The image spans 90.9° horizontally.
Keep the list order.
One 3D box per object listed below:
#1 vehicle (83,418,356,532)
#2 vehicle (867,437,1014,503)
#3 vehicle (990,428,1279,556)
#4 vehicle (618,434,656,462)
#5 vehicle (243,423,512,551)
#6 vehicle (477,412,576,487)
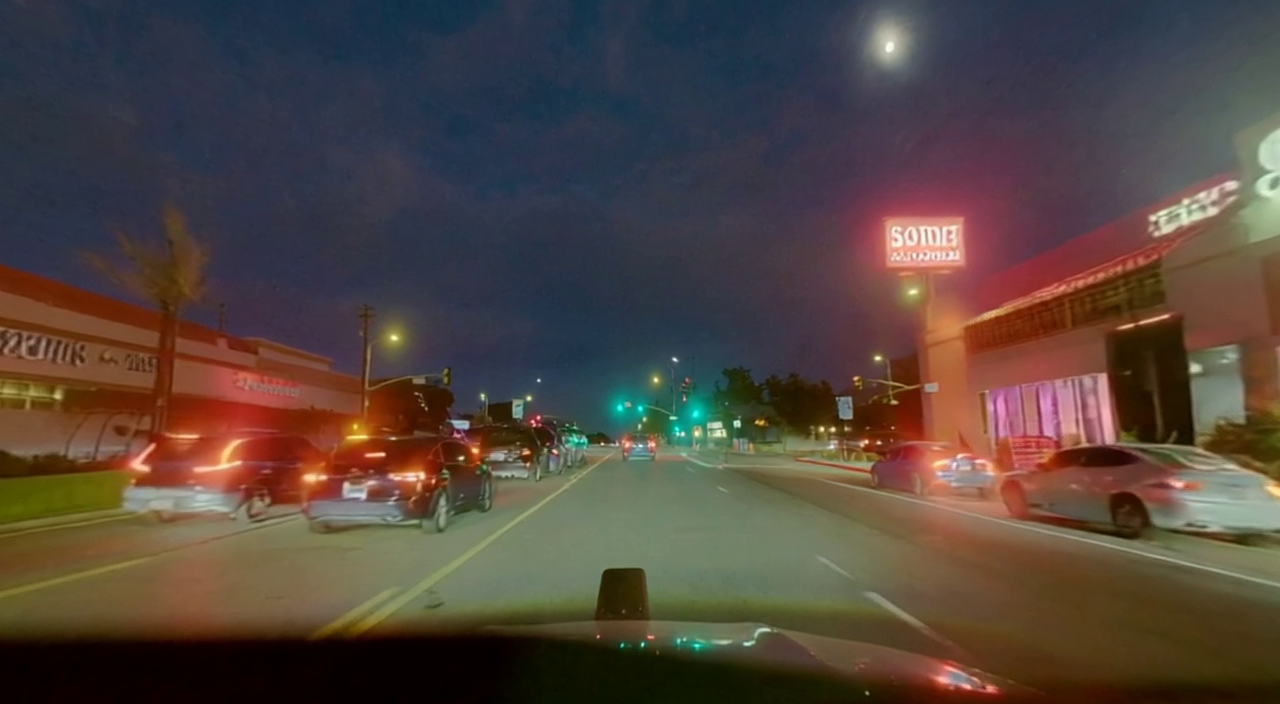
[{"bbox_3d":[-6.663,1.984,10.680,1.668,1.525,4.168,0,-9,1],"label":"vehicle"},{"bbox_3d":[7.744,3.060,16.775,1.888,1.496,4.294,0,-9,2],"label":"vehicle"},{"bbox_3d":[7.774,2.049,9.964,1.985,1.549,4.404,0,-9,1],"label":"vehicle"},{"bbox_3d":[-0.146,5.571,36.468,2.092,1.497,4.446,0,-9,0],"label":"vehicle"},{"bbox_3d":[-3.537,1.919,9.698,2.044,1.462,4.624,0,-9,2],"label":"vehicle"},{"bbox_3d":[-3.333,2.999,19.513,2.158,2.040,4.511,0,-9,0],"label":"vehicle"}]
